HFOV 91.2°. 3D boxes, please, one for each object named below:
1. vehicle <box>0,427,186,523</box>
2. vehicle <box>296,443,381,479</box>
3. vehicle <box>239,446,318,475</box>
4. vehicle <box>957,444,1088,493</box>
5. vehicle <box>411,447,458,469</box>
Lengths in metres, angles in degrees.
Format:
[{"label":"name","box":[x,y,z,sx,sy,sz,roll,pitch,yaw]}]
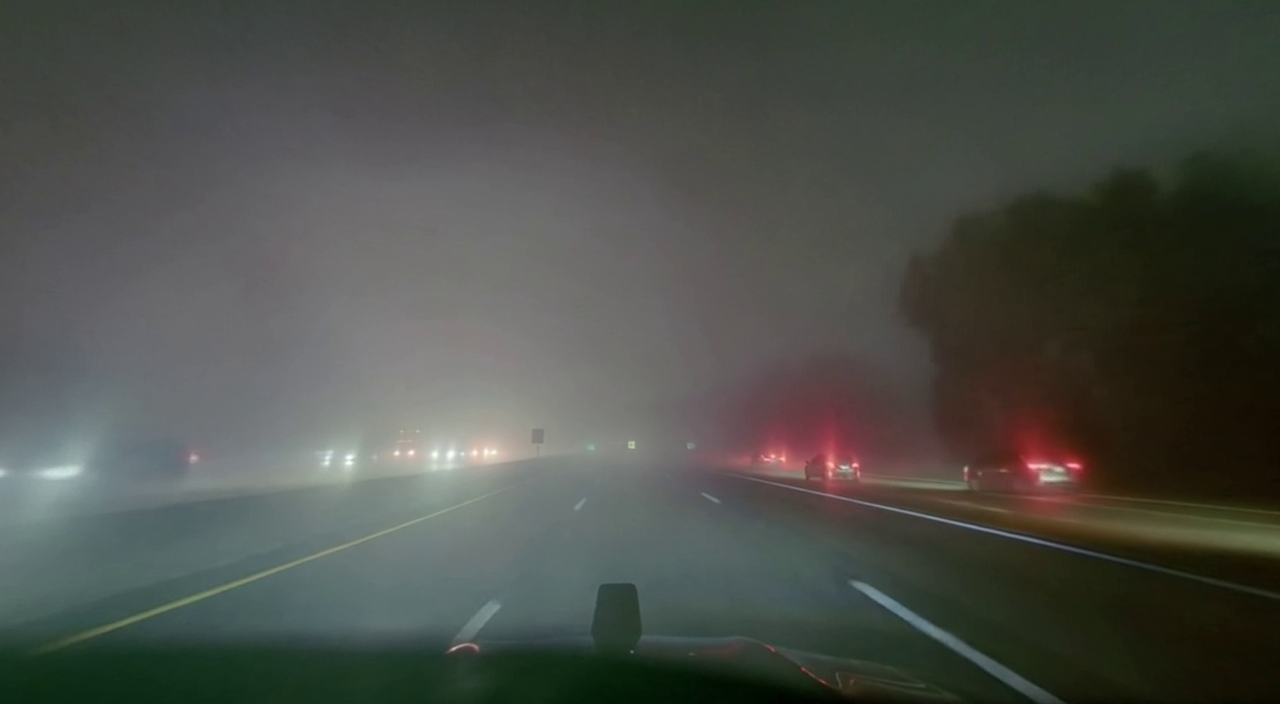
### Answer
[{"label":"vehicle","box":[-11.322,2.288,12.018,1.881,1.515,4.661,0,-9,-3]},{"label":"vehicle","box":[-13.545,4.919,28.474,1.842,1.507,4.406,0,-9,-3]},{"label":"vehicle","box":[-20.138,6.060,35.129,1.879,1.501,4.593,0,-9,-3]},{"label":"vehicle","box":[14.889,4.542,24.791,2.020,1.738,4.549,0,-9,-4]},{"label":"vehicle","box":[-14.527,7.496,44.504,1.898,1.484,4.729,0,-9,-2]}]
